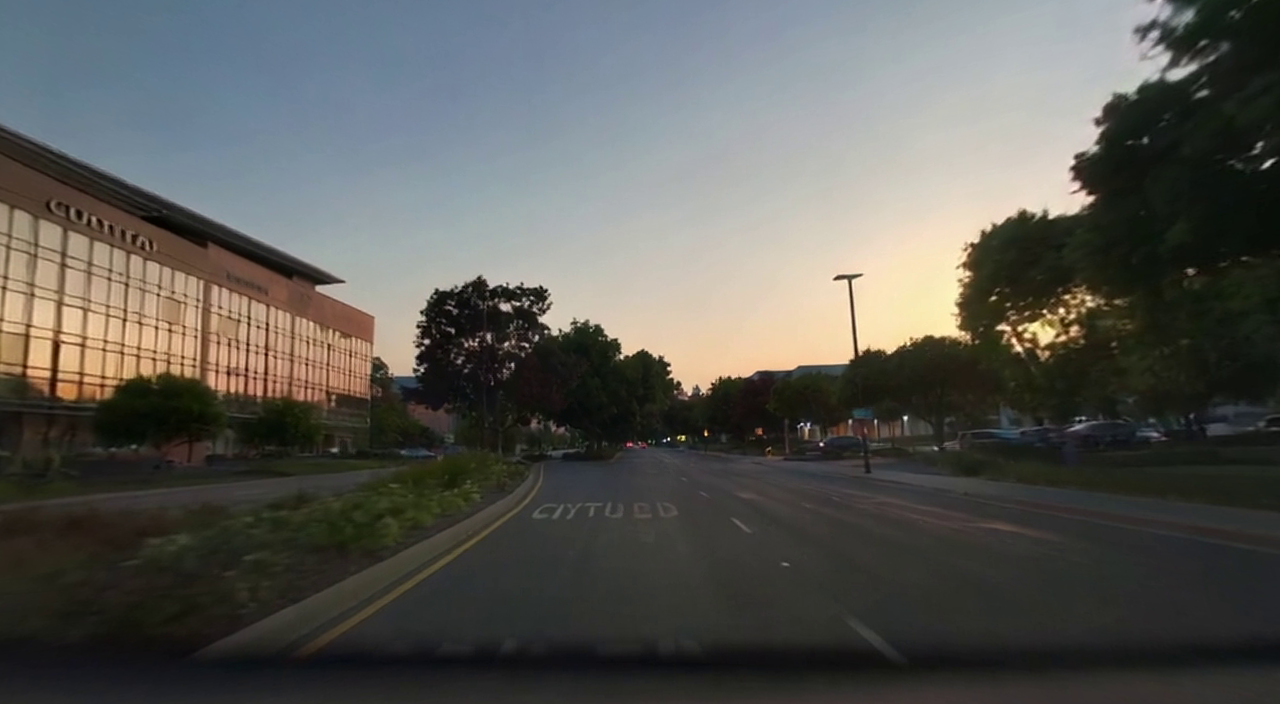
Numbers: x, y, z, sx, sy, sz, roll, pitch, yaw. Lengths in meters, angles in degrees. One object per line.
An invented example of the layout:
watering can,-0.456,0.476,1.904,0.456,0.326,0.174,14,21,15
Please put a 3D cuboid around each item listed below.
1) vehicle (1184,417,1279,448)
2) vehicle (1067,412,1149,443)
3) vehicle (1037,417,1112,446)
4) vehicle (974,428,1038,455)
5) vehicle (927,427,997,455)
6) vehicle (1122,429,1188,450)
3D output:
vehicle,42.238,5.699,44.525,2.191,2.019,6.051,0,-8,-2
vehicle,33.498,5.489,45.390,1.914,1.913,4.628,-6,-8,-4
vehicle,31.217,5.789,45.582,2.007,1.782,4.355,-3,-9,-5
vehicle,25.768,6.304,44.653,1.874,1.808,4.159,1,-8,-3
vehicle,22.847,6.333,45.111,2.133,1.853,5.009,1,-8,-3
vehicle,36.465,6.221,44.850,1.578,1.401,3.547,-2,-8,-2
